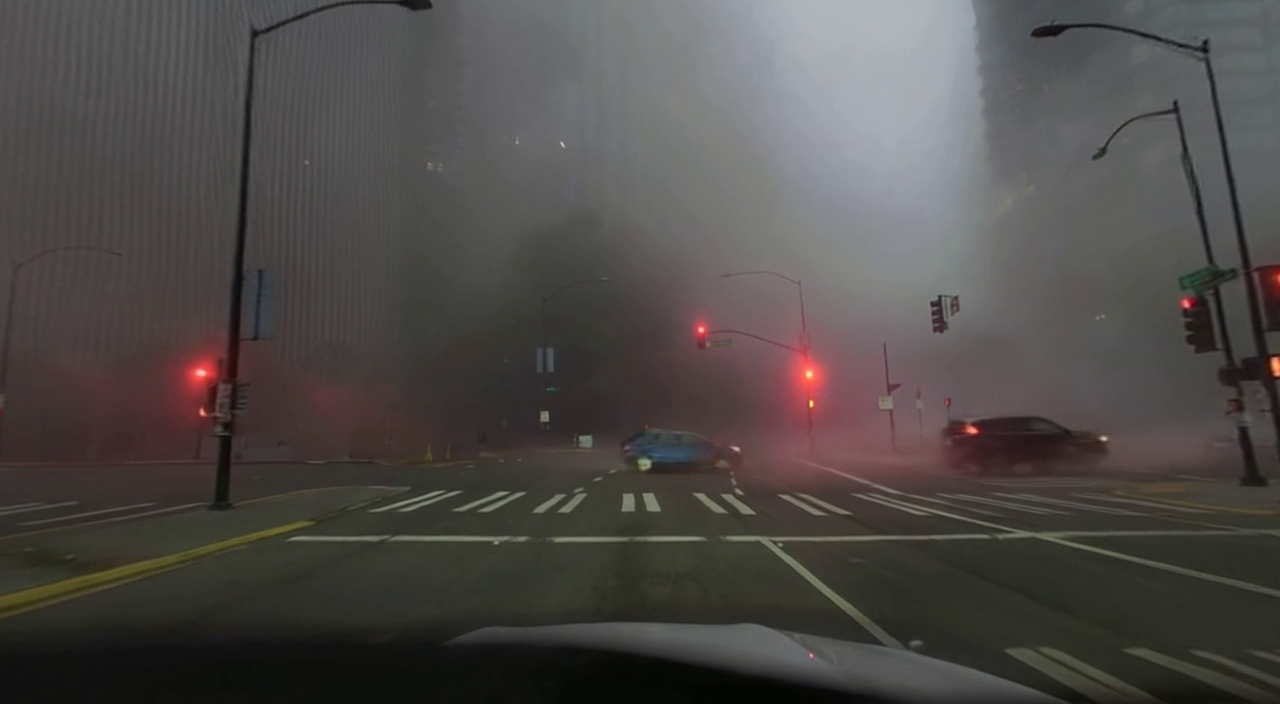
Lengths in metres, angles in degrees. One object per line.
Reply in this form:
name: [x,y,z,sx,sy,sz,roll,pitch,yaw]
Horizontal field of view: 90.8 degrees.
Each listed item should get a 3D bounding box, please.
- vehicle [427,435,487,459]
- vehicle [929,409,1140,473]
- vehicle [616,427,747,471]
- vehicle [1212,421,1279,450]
vehicle: [-11.863,6.205,41.216,1.964,1.476,4.593,-2,-9,9]
vehicle: [12.936,2.932,20.971,5.659,1.967,2.149,1,-8,-6]
vehicle: [1.440,3.496,22.946,4.482,1.492,1.805,0,-9,-6]
vehicle: [32.386,4.317,32.444,4.253,1.429,1.807,0,-8,-3]
